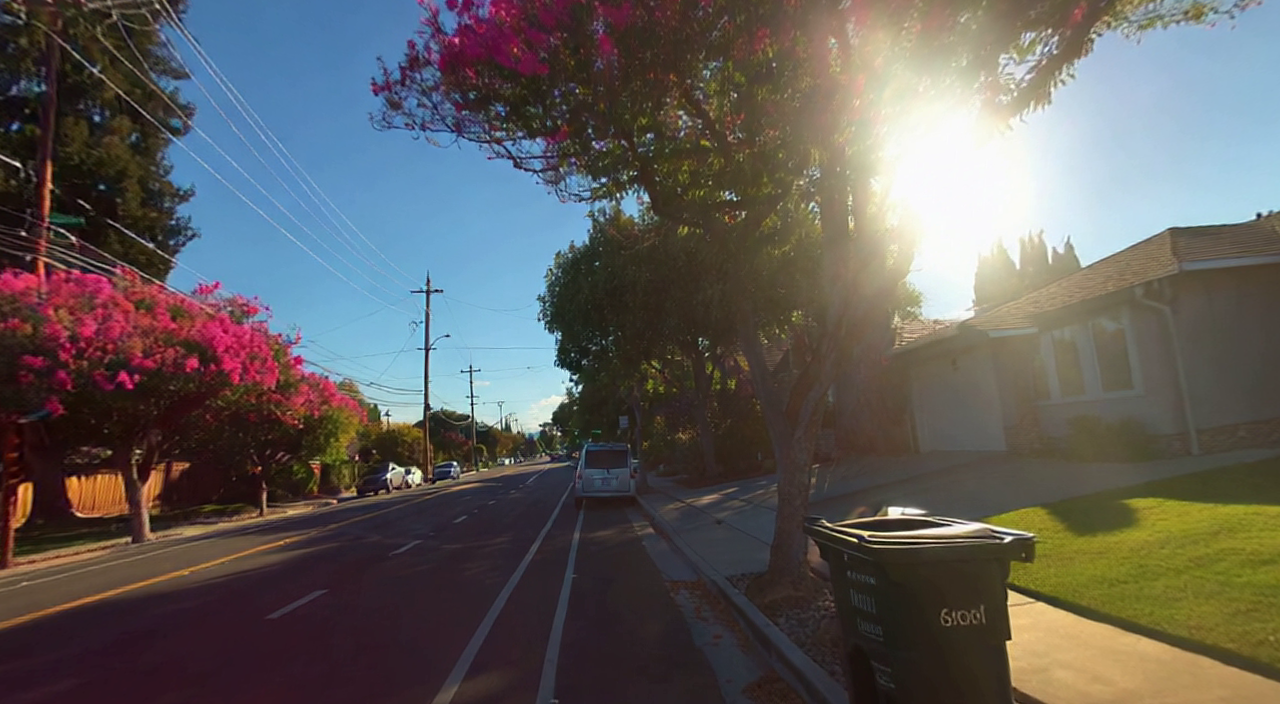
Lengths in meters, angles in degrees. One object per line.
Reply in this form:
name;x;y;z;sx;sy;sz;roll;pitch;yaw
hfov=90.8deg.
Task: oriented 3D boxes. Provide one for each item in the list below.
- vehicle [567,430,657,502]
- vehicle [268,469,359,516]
vehicle;-0.829;3.067;17.388;2.190;1.708;4.115;0;-8;-4
vehicle;-13.772;5.911;26.975;1.982;1.660;4.142;1;-8;-6
